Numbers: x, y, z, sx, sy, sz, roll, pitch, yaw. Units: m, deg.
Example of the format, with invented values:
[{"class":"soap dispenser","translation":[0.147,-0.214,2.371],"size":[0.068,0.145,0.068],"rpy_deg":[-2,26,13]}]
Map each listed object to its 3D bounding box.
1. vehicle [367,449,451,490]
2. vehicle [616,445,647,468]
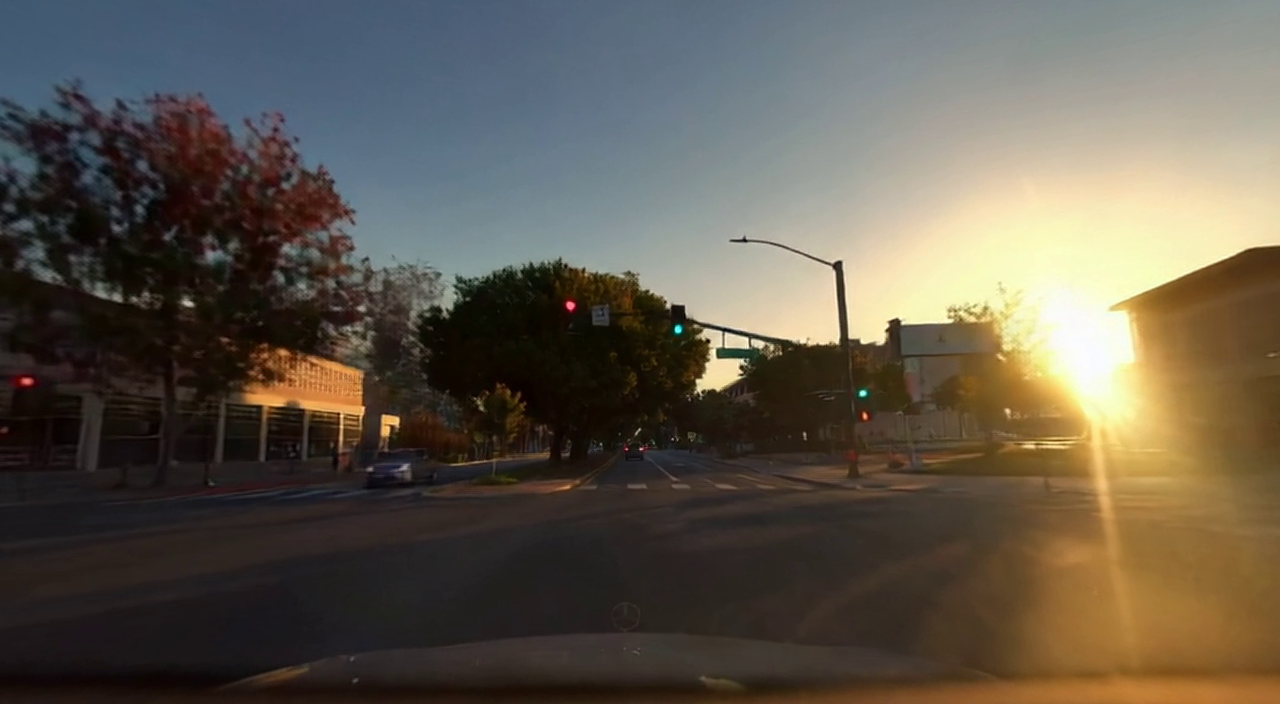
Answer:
[{"class":"vehicle","translation":[-9.046,4.599,25.132],"size":[1.777,1.438,4.190],"rpy_deg":[0,-9,0]},{"class":"vehicle","translation":[-0.651,7.200,43.796],"size":[2.045,1.510,3.690],"rpy_deg":[0,-9,-2]}]
